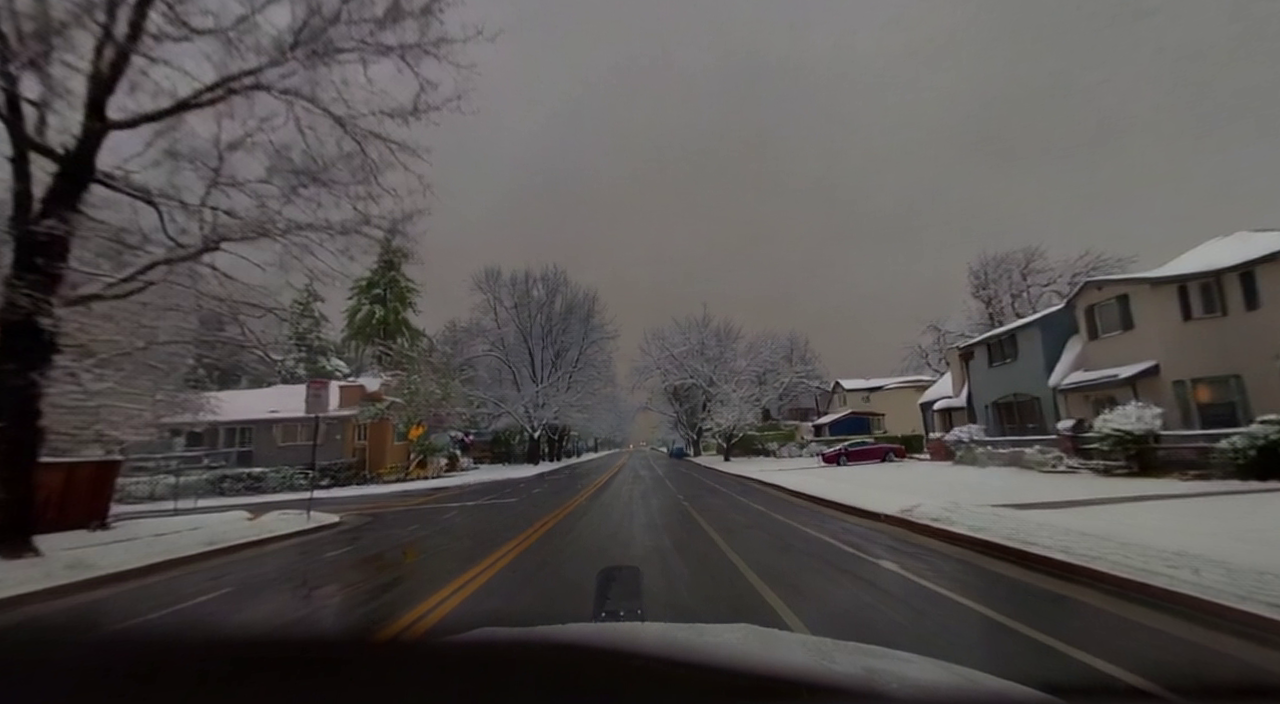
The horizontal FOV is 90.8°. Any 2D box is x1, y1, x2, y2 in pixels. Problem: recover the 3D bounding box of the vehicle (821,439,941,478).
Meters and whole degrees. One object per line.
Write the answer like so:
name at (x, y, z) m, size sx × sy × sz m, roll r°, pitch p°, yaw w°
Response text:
vehicle at (11.060, 4.991, 29.437) m, size 1.904 × 1.626 × 5.012 m, roll 7°, pitch -12°, yaw -31°
